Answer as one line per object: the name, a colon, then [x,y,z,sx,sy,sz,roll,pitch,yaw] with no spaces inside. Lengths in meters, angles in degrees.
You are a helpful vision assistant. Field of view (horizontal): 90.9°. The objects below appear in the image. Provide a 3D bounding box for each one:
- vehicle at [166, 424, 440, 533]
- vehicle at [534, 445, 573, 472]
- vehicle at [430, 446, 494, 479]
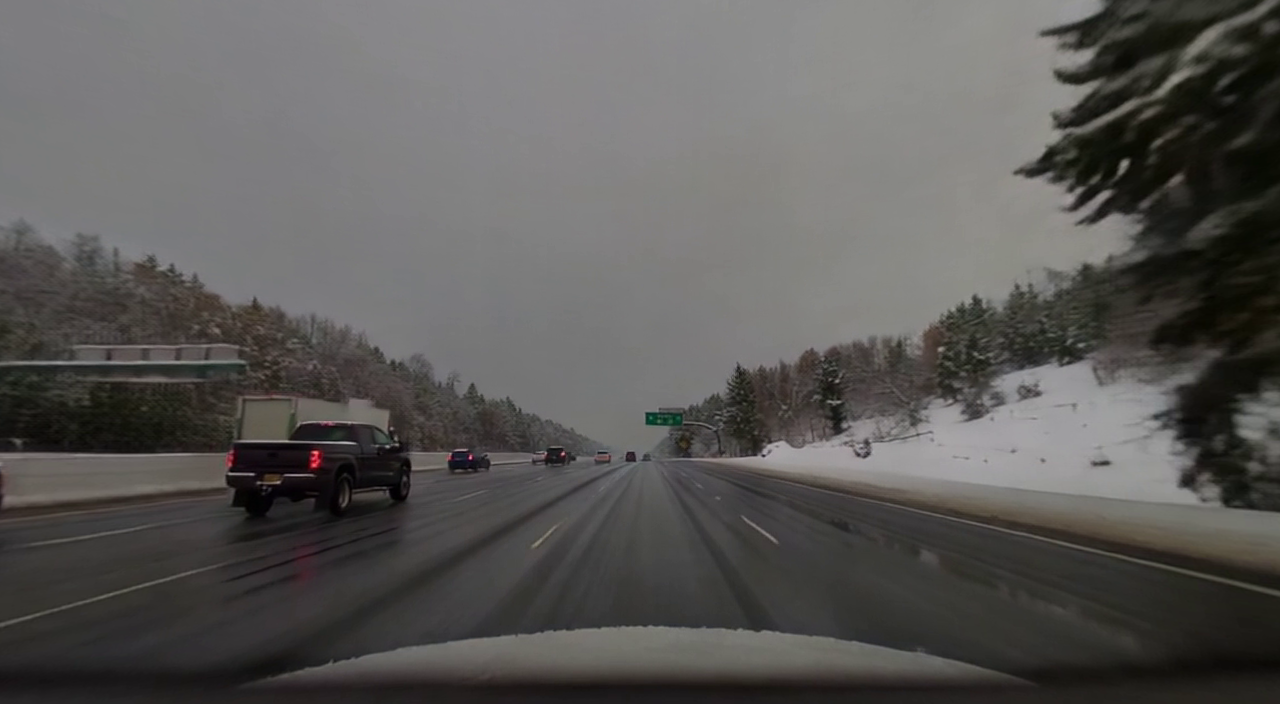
vehicle: [-6.583,2.558,13.621,2.403,1.773,6.276,0,-8,1]
vehicle: [-5.993,7.421,44.222,2.009,1.735,4.358,0,-8,1]
vehicle: [-9.613,5.964,34.410,2.060,1.662,4.469,-1,-8,2]
